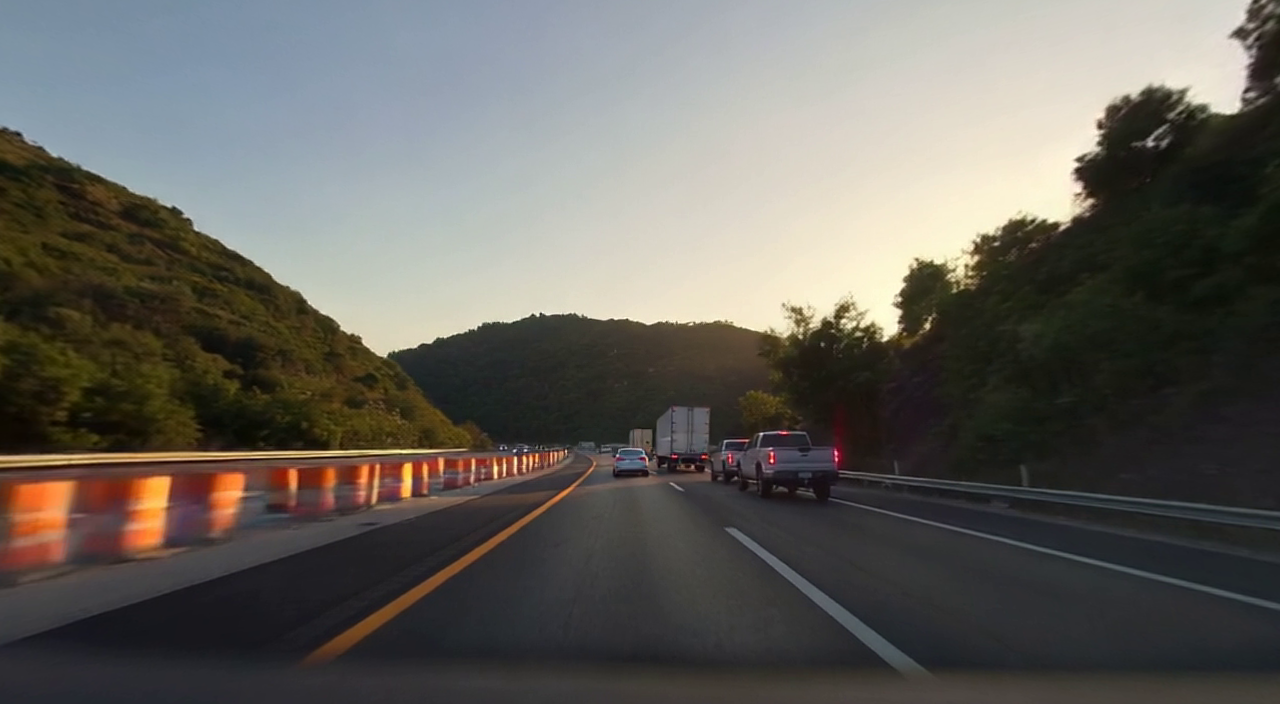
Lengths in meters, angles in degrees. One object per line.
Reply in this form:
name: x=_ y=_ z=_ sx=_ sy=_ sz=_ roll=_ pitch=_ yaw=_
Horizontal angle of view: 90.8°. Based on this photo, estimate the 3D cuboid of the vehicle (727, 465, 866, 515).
vehicle: x=3.864 y=3.552 z=16.741 sx=2.129 sy=0.956 sz=5.390 roll=0 pitch=-9 yaw=-2

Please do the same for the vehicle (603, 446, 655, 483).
vehicle: x=-0.457 y=4.660 z=26.344 sx=2.029 sy=1.437 sz=3.794 roll=0 pitch=-9 yaw=-1

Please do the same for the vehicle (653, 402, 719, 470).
vehicle: x=2.958 y=6.302 z=46.037 sx=2.911 sy=4.099 sz=14.578 roll=0 pitch=-9 yaw=-3

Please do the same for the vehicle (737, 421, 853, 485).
vehicle: x=3.921 y=2.684 z=16.755 sx=1.873 sy=1.465 sz=4.264 roll=0 pitch=-9 yaw=-2
